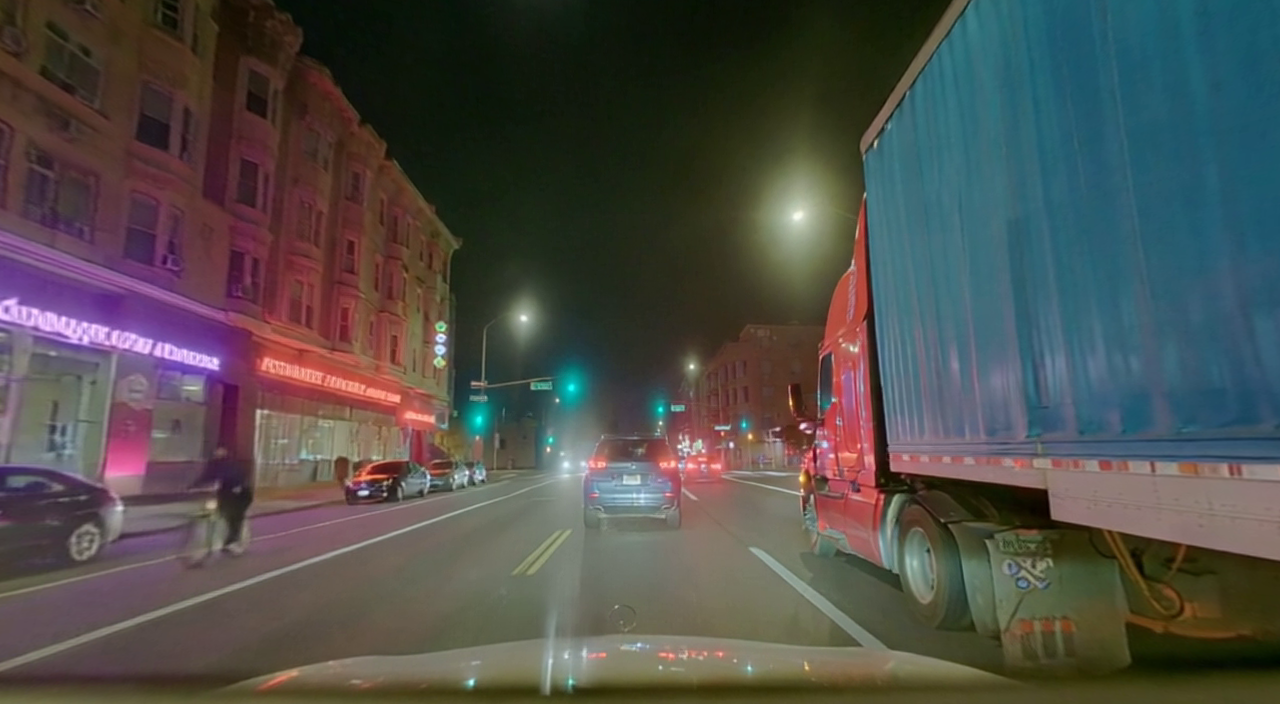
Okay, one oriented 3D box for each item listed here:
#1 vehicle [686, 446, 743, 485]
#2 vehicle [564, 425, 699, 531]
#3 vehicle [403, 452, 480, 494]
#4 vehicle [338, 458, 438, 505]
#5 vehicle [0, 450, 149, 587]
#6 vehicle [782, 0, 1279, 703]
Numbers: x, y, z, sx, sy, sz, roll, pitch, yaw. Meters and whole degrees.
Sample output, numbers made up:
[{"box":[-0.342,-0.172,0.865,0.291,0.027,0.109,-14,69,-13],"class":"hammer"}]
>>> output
[{"box":[3.471,5.395,30.307,2.159,1.696,4.316,0,-9,0],"class":"vehicle"},{"box":[-0.147,2.499,13.110,2.283,1.783,4.548,0,-9,0],"class":"vehicle"},{"box":[-8.787,5.356,28.392,2.084,1.686,4.422,0,-9,-1],"class":"vehicle"},{"box":[-8.713,4.492,22.300,1.805,1.379,4.359,0,-9,-1],"class":"vehicle"},{"box":[-8.847,2.085,7.888,1.896,1.652,4.269,0,-9,1],"class":"vehicle"},{"box":[3.055,-0.044,2.249,2.913,3.771,9.716,0,-9,1],"class":"vehicle"}]
